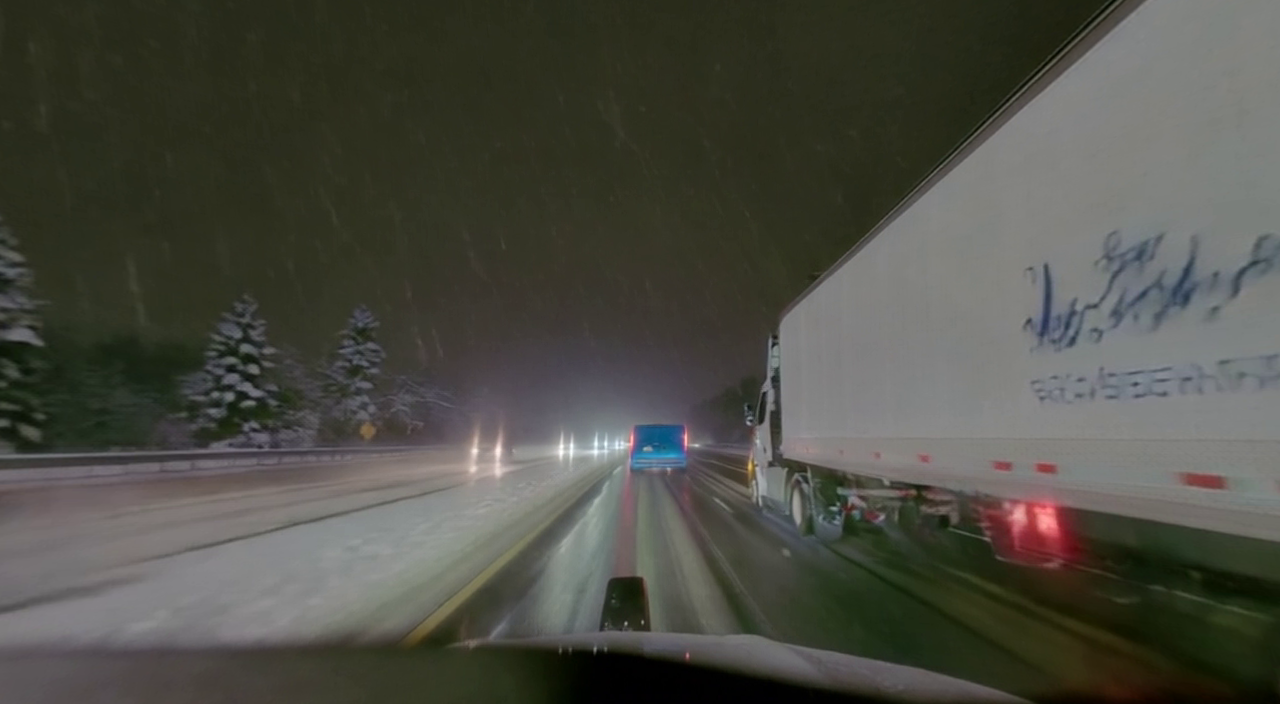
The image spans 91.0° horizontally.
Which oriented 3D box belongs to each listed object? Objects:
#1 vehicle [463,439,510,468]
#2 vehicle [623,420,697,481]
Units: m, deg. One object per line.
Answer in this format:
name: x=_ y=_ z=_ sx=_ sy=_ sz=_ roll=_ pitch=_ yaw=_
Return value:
vehicle: x=-10.483 y=6.936 z=43.259 sx=2.023 sy=1.876 sz=4.204 roll=0 pitch=-8 yaw=2
vehicle: x=0.729 y=3.619 z=23.403 sx=2.469 sy=2.027 sz=4.554 roll=0 pitch=-8 yaw=2
